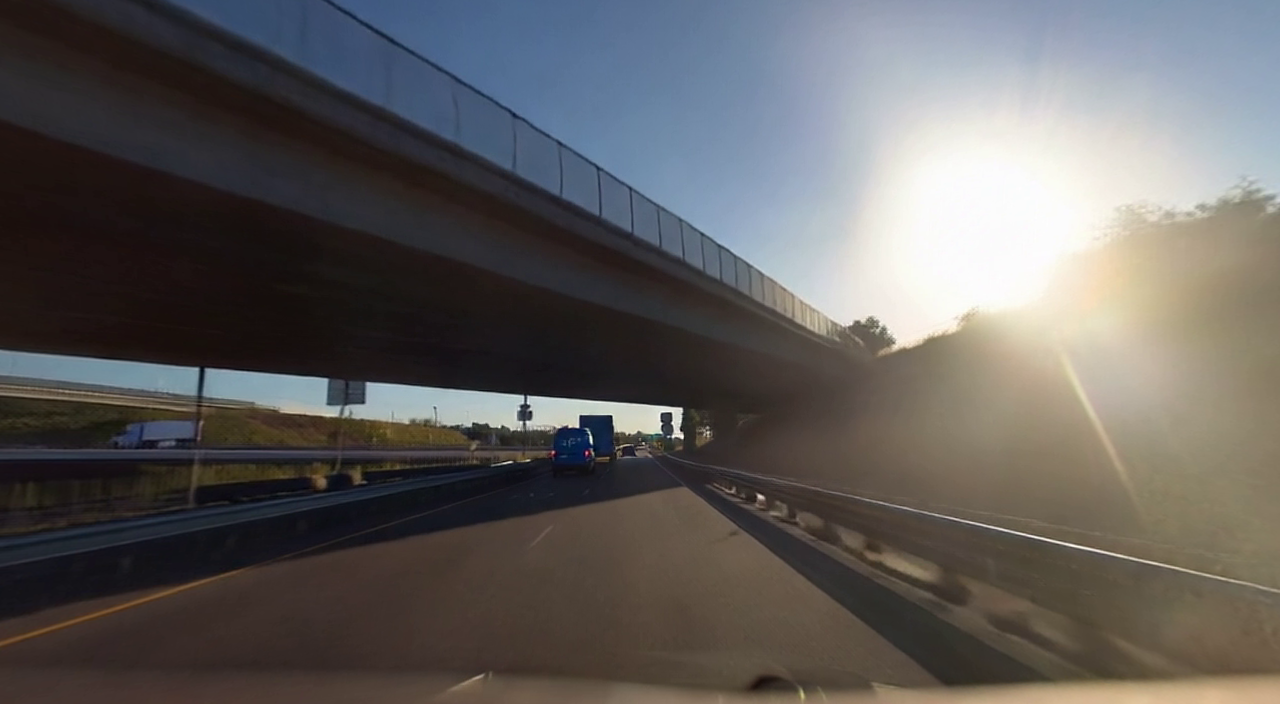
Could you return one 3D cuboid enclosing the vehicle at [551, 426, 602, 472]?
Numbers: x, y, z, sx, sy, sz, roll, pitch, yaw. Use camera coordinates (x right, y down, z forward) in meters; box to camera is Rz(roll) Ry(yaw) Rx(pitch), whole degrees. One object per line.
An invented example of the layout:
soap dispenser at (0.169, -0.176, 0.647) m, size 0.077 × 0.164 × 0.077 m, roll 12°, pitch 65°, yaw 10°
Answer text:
vehicle at (-3.849, 6.090, 39.357) m, size 2.463 × 2.640 × 7.034 m, roll 0°, pitch -9°, yaw 0°
